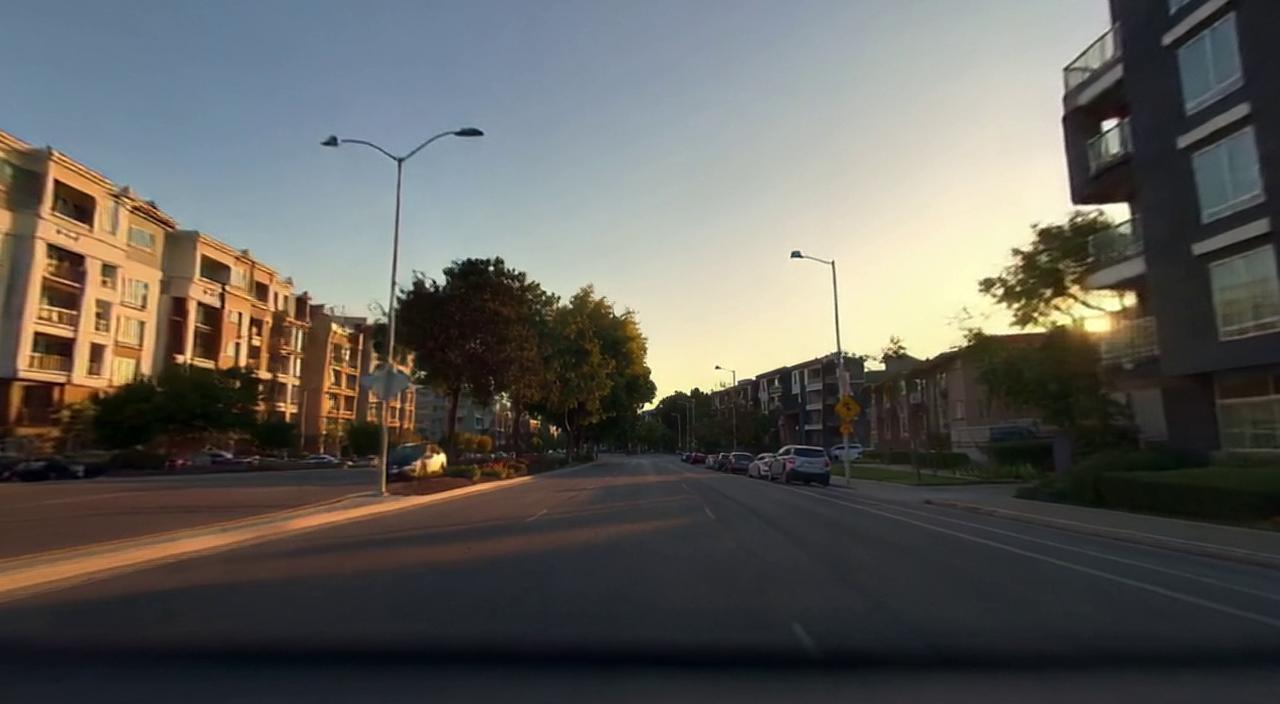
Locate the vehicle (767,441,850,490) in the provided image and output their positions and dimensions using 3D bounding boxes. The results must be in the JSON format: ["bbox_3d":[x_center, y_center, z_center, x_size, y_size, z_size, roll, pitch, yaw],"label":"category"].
[{"bbox_3d":[7.100,4.831,27.156,2.241,1.877,4.810,0,-9,0],"label":"vehicle"}]

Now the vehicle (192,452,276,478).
[{"bbox_3d":[-25.556,7.090,39.852,1.939,1.514,4.793,0,-9,3],"label":"vehicle"}]

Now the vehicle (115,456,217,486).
[{"bbox_3d":[-25.728,6.448,34.414,1.931,1.427,4.578,0,-9,1],"label":"vehicle"}]

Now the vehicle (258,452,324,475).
[{"bbox_3d":[-25.225,8.054,45.702,1.909,1.579,4.744,0,-9,2],"label":"vehicle"}]

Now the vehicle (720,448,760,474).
[{"bbox_3d":[6.848,7.485,43.575,2.078,1.699,4.292,0,-9,0],"label":"vehicle"}]

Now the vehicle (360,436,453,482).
[{"bbox_3d":[-11.796,5.451,32.448,2.445,2.105,5.995,0,-9,0],"label":"vehicle"}]
